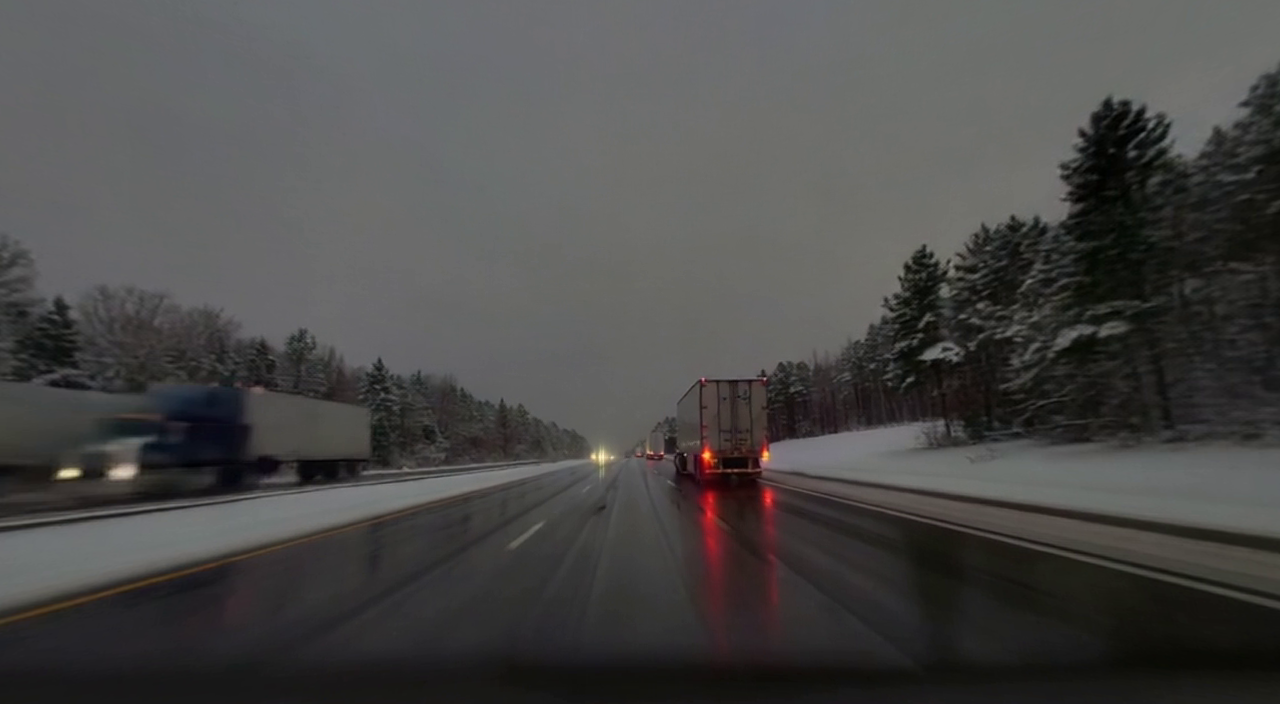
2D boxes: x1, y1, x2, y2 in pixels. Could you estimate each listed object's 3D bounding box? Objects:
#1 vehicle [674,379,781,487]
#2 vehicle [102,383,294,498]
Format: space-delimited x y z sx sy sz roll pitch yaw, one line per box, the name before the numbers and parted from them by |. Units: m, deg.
vehicle | 3.602 4.023 30.130 3.037 3.999 13.133 0 -9 -1
vehicle | -17.092 3.526 25.000 3.069 3.980 6.061 0 -9 -1
